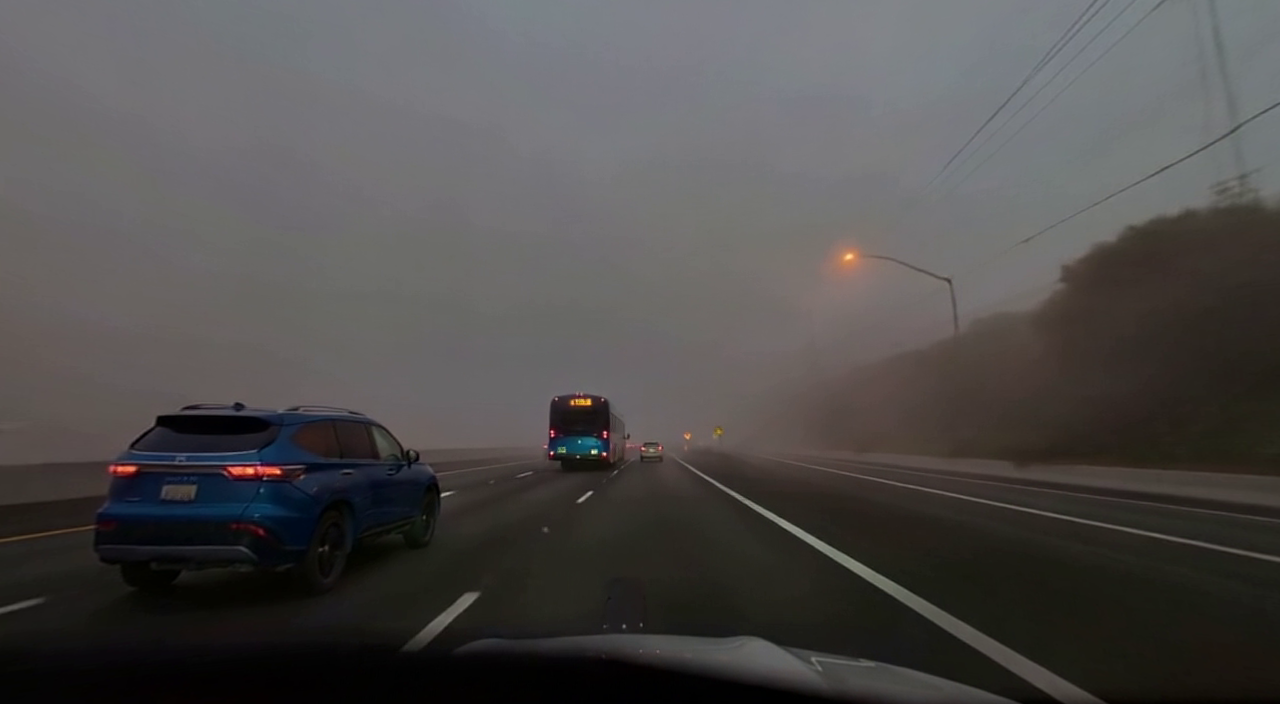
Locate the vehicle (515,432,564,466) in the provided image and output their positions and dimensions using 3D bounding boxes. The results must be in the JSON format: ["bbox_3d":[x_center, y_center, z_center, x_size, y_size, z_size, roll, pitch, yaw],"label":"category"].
[{"bbox_3d":[-6.715,6.593,42.815,2.282,2.116,6.030,0,-8,1],"label":"vehicle"}]

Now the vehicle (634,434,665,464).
[{"bbox_3d":[0.677,6.853,44.663,2.083,2.001,4.782,0,-8,1],"label":"vehicle"}]

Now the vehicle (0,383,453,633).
[{"bbox_3d":[-3.652,1.401,6.585,2.021,1.730,4.223,0,-8,1],"label":"vehicle"}]

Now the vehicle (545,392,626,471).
[{"bbox_3d":[-2.730,4.715,36.128,3.382,3.712,11.766,1,-9,1],"label":"vehicle"}]
